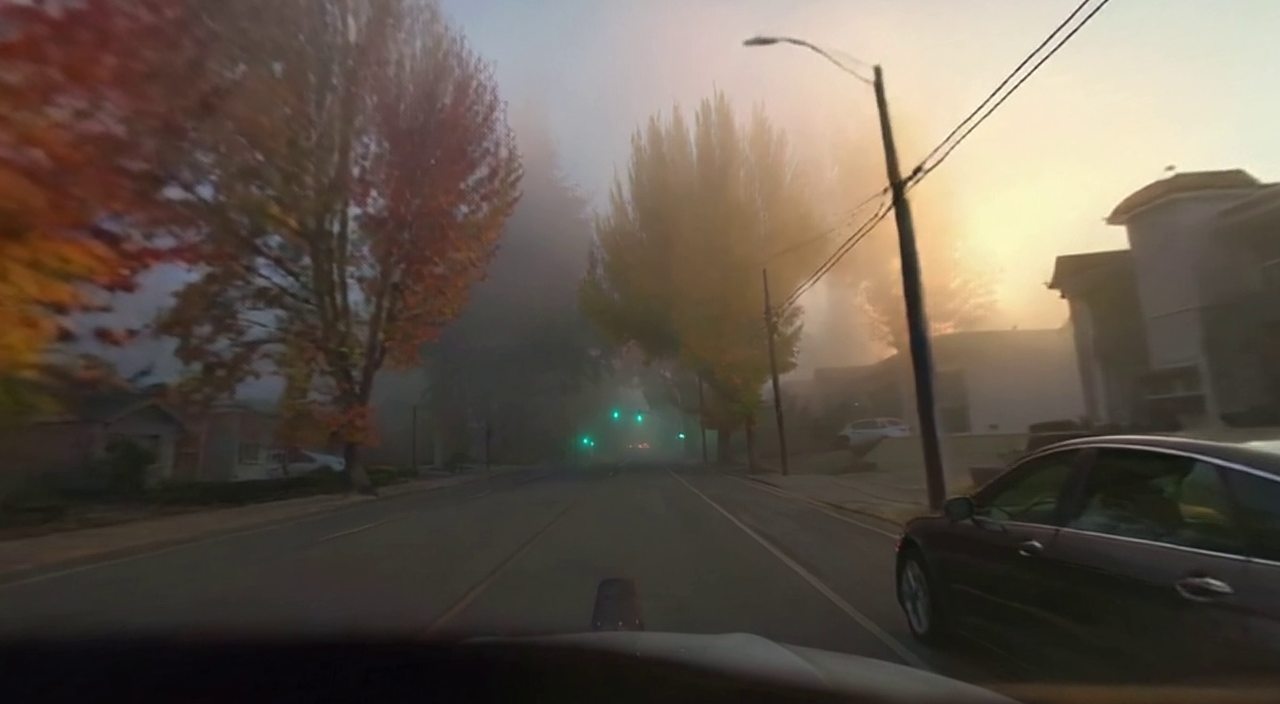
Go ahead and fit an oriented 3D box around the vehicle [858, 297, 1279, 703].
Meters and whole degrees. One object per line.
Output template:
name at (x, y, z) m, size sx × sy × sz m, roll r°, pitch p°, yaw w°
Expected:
vehicle at (2.952, 0.877, 2.719) m, size 2.224 × 1.791 × 4.834 m, roll 0°, pitch -9°, yaw -1°
